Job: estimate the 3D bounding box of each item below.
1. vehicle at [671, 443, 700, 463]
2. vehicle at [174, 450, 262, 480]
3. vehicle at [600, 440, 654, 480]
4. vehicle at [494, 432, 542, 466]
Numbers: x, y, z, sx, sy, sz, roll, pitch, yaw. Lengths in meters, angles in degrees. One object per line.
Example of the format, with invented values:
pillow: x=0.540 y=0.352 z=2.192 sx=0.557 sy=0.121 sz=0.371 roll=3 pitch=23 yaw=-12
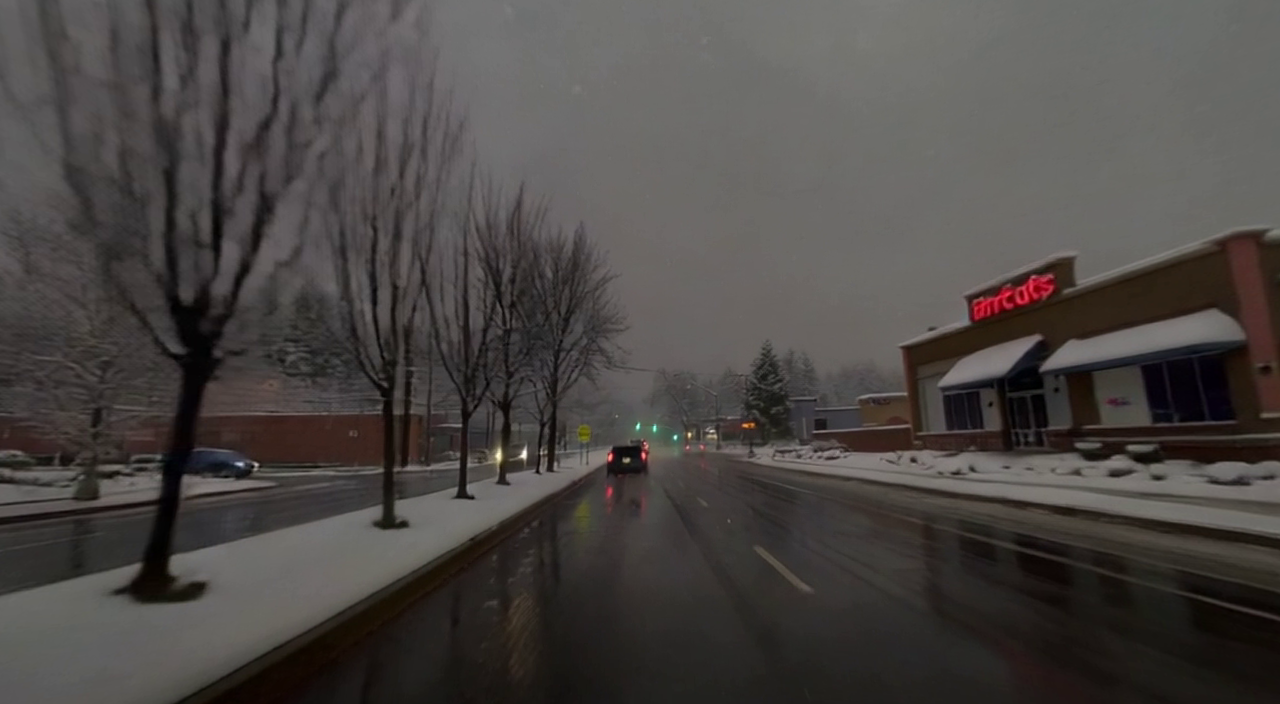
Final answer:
vehicle: x=3.490 y=7.804 z=49.099 sx=1.910 sy=1.474 sz=4.003 roll=0 pitch=-9 yaw=-1
vehicle: x=-23.536 y=6.311 z=35.295 sx=3.650 sy=1.487 sz=1.757 roll=-1 pitch=-8 yaw=-1
vehicle: x=-0.495 y=4.330 z=25.548 sx=2.006 sy=1.487 sz=3.535 roll=0 pitch=-9 yaw=0
vehicle: x=-8.558 y=6.901 z=44.897 sx=2.274 sy=2.201 sz=5.710 roll=0 pitch=-9 yaw=0
